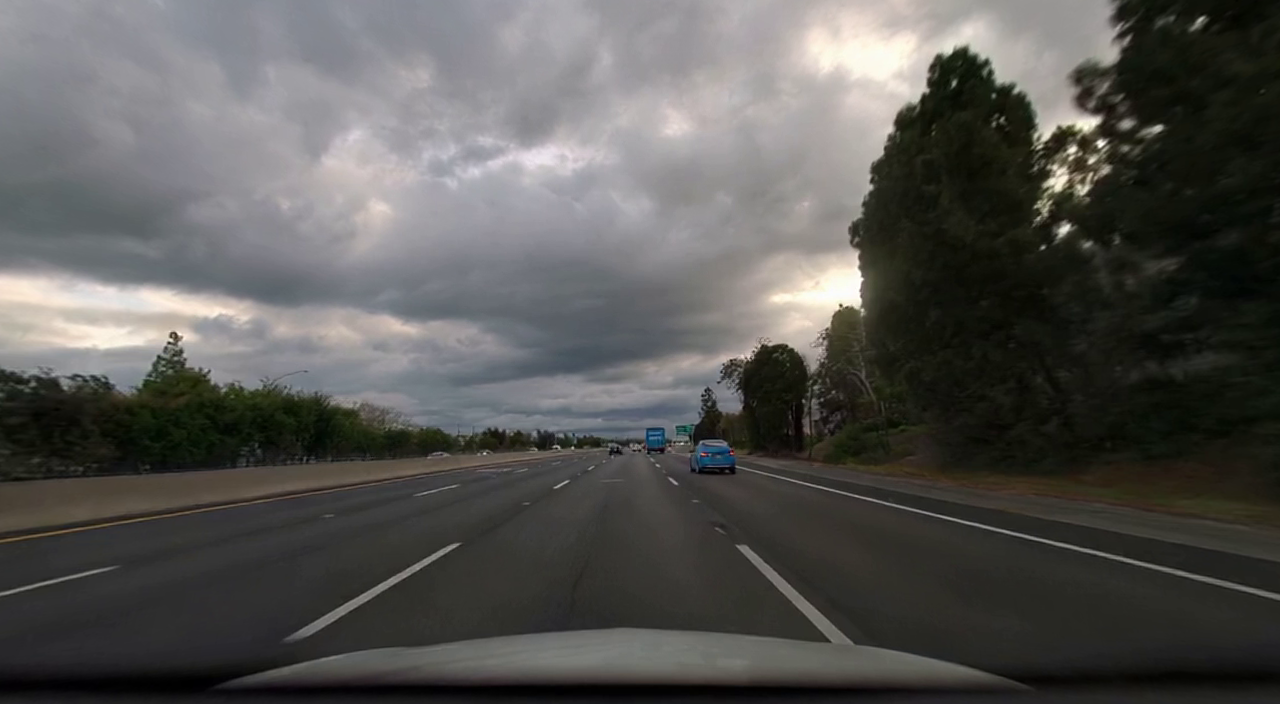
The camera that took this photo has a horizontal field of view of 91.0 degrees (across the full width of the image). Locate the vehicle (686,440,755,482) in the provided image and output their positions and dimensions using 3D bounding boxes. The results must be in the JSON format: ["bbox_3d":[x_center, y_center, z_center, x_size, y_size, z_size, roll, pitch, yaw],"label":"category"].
[{"bbox_3d":[3.005,4.153,24.336,2.048,1.482,3.956,0,-8,-2],"label":"vehicle"}]
